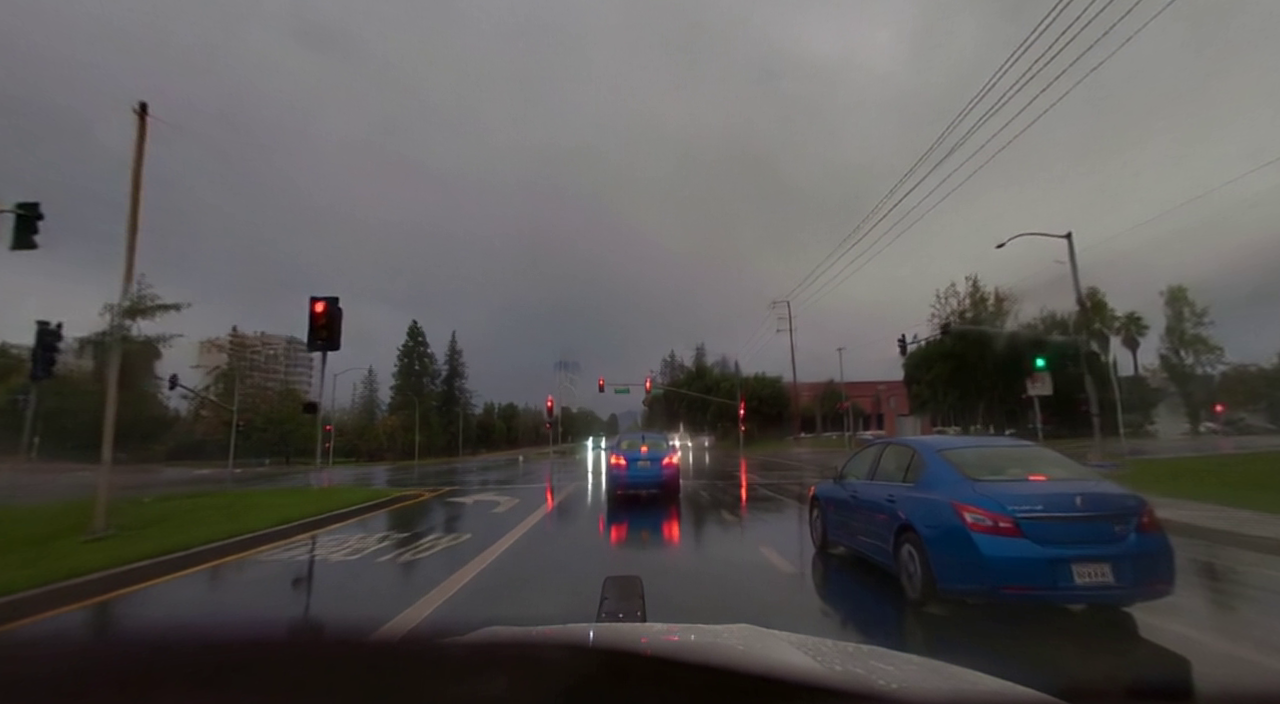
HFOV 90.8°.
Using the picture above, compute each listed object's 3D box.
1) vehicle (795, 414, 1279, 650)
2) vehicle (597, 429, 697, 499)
[{"bbox_3d":[3.046,1.434,6.106,2.004,1.448,4.263,0,-8,0],"label":"vehicle"},{"bbox_3d":[0.160,2.677,15.382,2.110,1.466,3.860,0,-8,0],"label":"vehicle"}]
